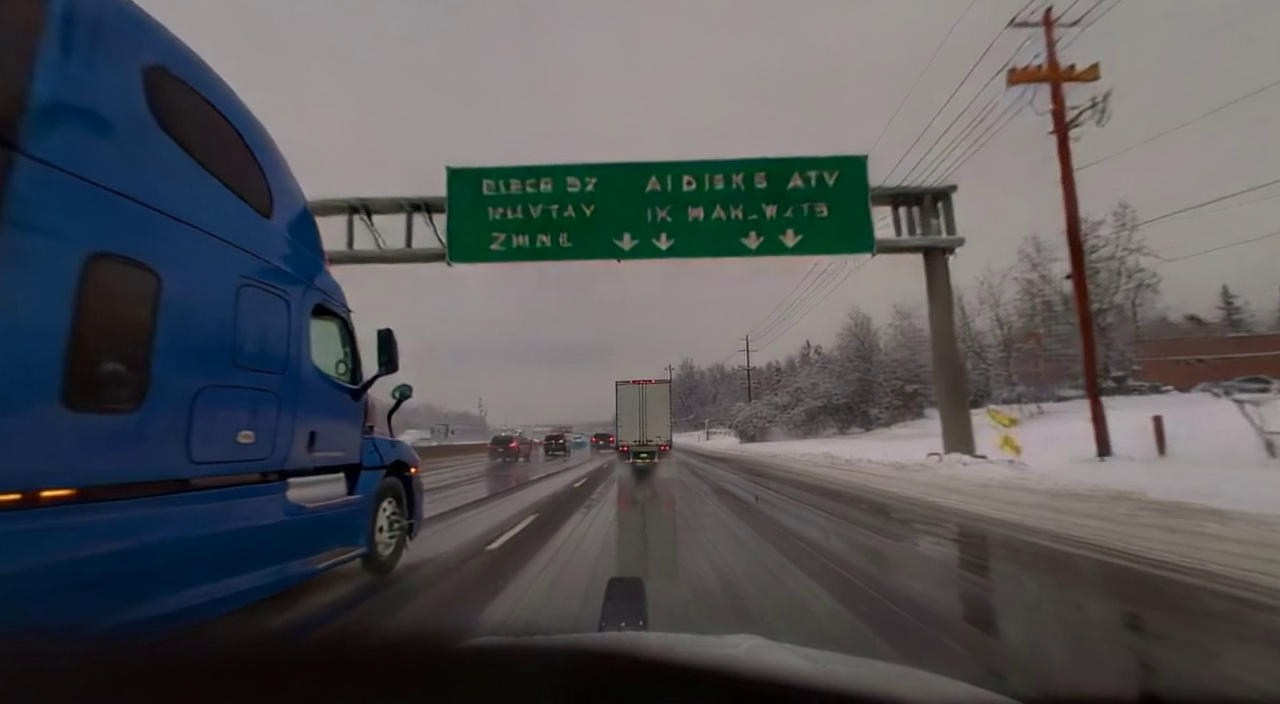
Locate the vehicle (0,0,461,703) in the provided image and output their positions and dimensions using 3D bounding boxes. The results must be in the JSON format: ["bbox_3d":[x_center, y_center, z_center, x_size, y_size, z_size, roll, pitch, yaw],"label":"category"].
[{"bbox_3d":[-3.991,0.105,3.994,3.061,3.891,8.658,0,-9,0],"label":"vehicle"}]

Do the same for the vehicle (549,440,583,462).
[{"bbox_3d":[-5.166,6.964,44.504,1.933,1.459,4.478,0,-9,-2],"label":"vehicle"}]

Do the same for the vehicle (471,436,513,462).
[{"bbox_3d":[-10.763,7.118,46.283,1.969,1.757,4.453,0,-9,1],"label":"vehicle"}]

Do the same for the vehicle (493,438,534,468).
[{"bbox_3d":[-7.100,5.693,35.612,1.736,1.580,2.778,0,-9,0],"label":"vehicle"}]

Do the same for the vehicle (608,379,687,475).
[{"bbox_3d":[0.274,3.540,28.614,2.941,3.604,9.851,0,-9,0],"label":"vehicle"}]
